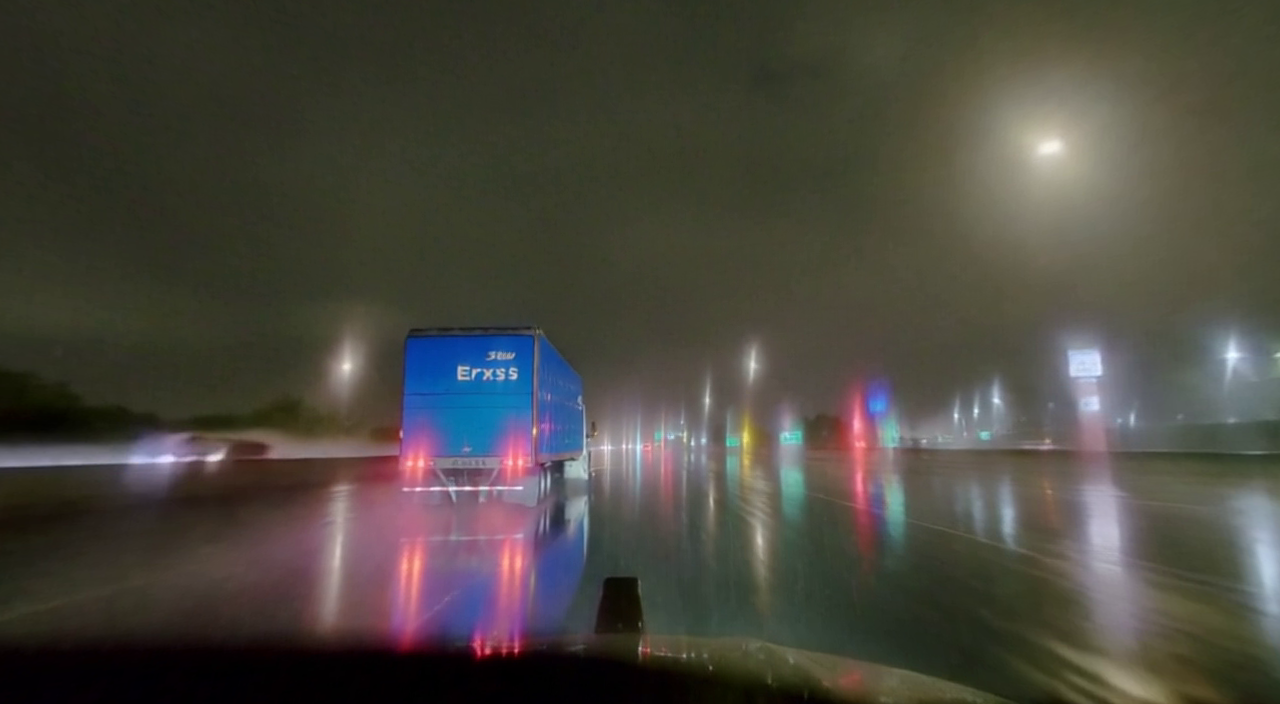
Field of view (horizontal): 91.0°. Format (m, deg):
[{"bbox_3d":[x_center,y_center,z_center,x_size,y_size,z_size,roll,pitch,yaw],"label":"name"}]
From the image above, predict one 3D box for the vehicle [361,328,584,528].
[{"bbox_3d":[-3.234,1.928,15.099,2.922,3.458,8.360,0,-9,1],"label":"vehicle"}]
